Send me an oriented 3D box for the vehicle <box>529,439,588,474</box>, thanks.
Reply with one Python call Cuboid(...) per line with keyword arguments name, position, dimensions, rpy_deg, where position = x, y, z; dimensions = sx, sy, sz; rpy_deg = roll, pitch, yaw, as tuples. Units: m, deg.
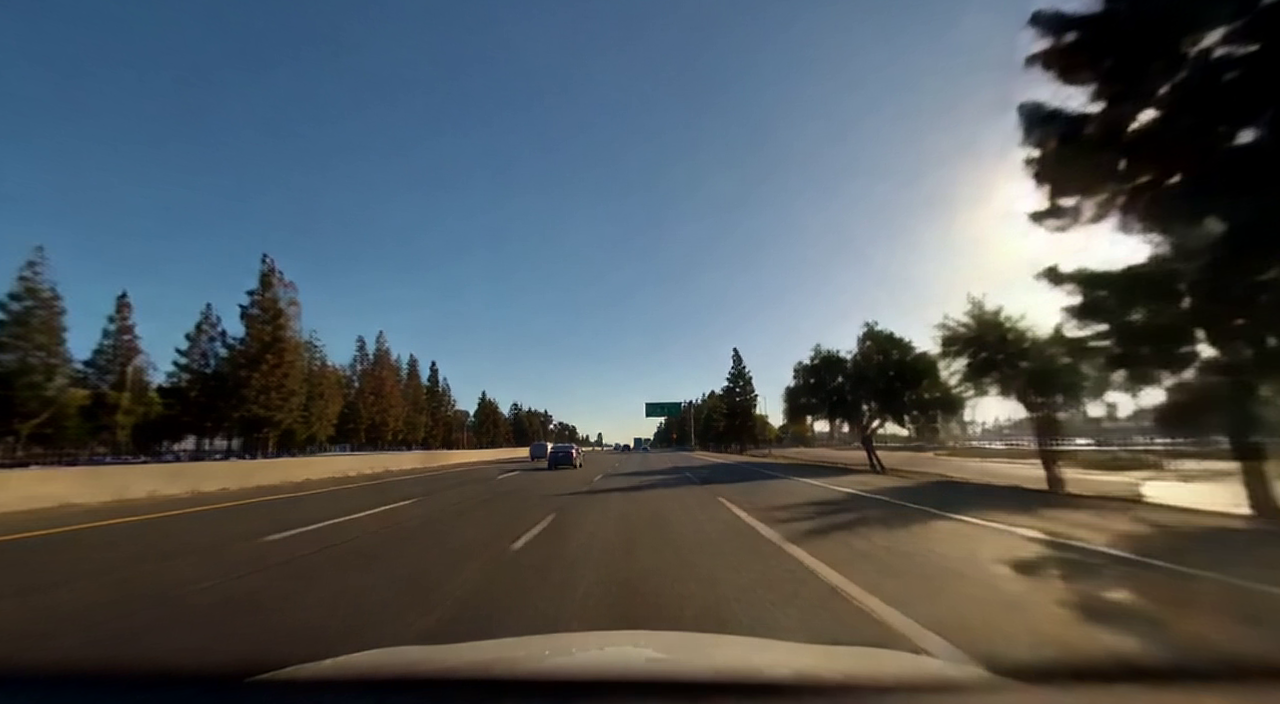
Cuboid(name="vehicle", position=(-3.657, 4.776, 29.063), dimensions=(2.128, 1.450, 4.078), rpy_deg=(0, -8, 1))
